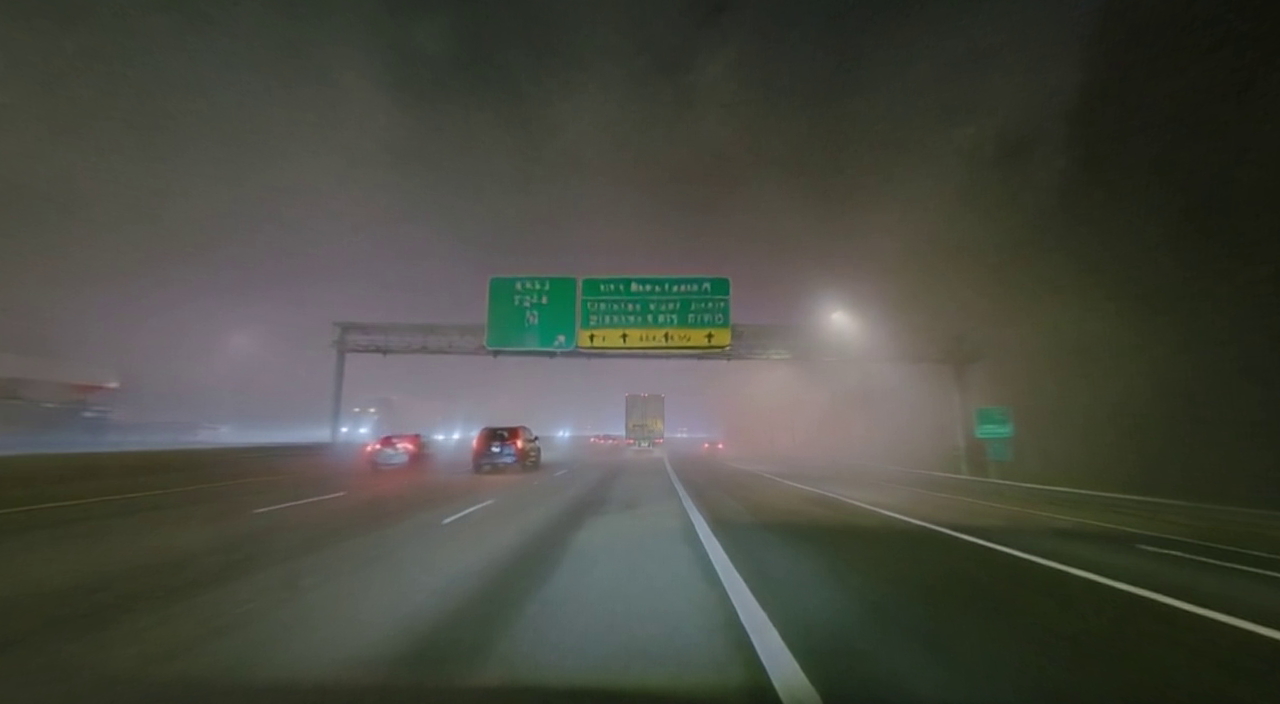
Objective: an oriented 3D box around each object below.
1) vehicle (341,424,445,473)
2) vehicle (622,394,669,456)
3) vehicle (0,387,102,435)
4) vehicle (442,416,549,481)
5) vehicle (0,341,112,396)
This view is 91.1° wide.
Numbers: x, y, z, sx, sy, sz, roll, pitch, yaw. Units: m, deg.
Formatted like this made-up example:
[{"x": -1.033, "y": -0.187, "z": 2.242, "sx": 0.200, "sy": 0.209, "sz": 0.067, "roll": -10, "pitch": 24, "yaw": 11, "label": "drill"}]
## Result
[{"x": -8.228, "y": 3.239, "z": 21.319, "sx": 1.845, "sy": 1.493, "sz": 3.799, "roll": 0, "pitch": -7, "yaw": 2, "label": "vehicle"}, {"x": 0.445, "y": 5.435, "z": 46.313, "sx": 3.024, "sy": 4.019, "sz": 10.605, "roll": 0, "pitch": -7, "yaw": 1, "label": "vehicle"}, {"x": -24.060, "y": 2.338, "z": 24.255, "sx": 1.990, "sy": 1.703, "sz": 5.121, "roll": 0, "pitch": -7, "yaw": 1, "label": "vehicle"}, {"x": -4.354, "y": 2.988, "z": 19.806, "sx": 2.119, "sy": 1.787, "sz": 4.655, "roll": 0, "pitch": -7, "yaw": 2, "label": "vehicle"}, {"x": -24.075, "y": 0.730, "z": 24.769, "sx": 1.990, "sy": 1.703, "sz": 5.121, "roll": 0, "pitch": -7, "yaw": 1, "label": "vehicle"}]
